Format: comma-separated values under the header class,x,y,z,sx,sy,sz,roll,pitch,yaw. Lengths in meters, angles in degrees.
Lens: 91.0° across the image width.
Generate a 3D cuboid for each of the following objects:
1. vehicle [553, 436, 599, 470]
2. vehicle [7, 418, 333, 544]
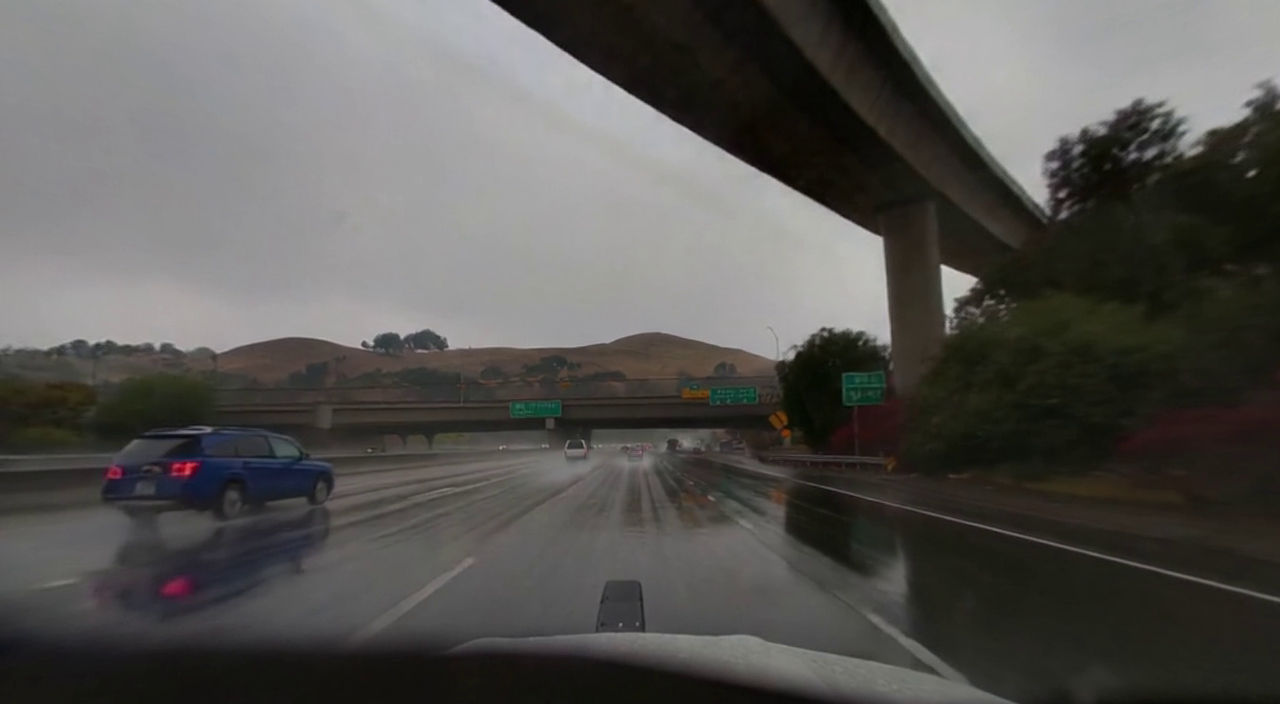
class,x,y,z,sx,sy,sz,roll,pitch,yaw
vehicle,-3.702,5.947,37.348,2.144,1.847,4.850,0,-8,1
vehicle,-7.613,2.121,11.032,2.092,1.712,4.627,0,-9,1
